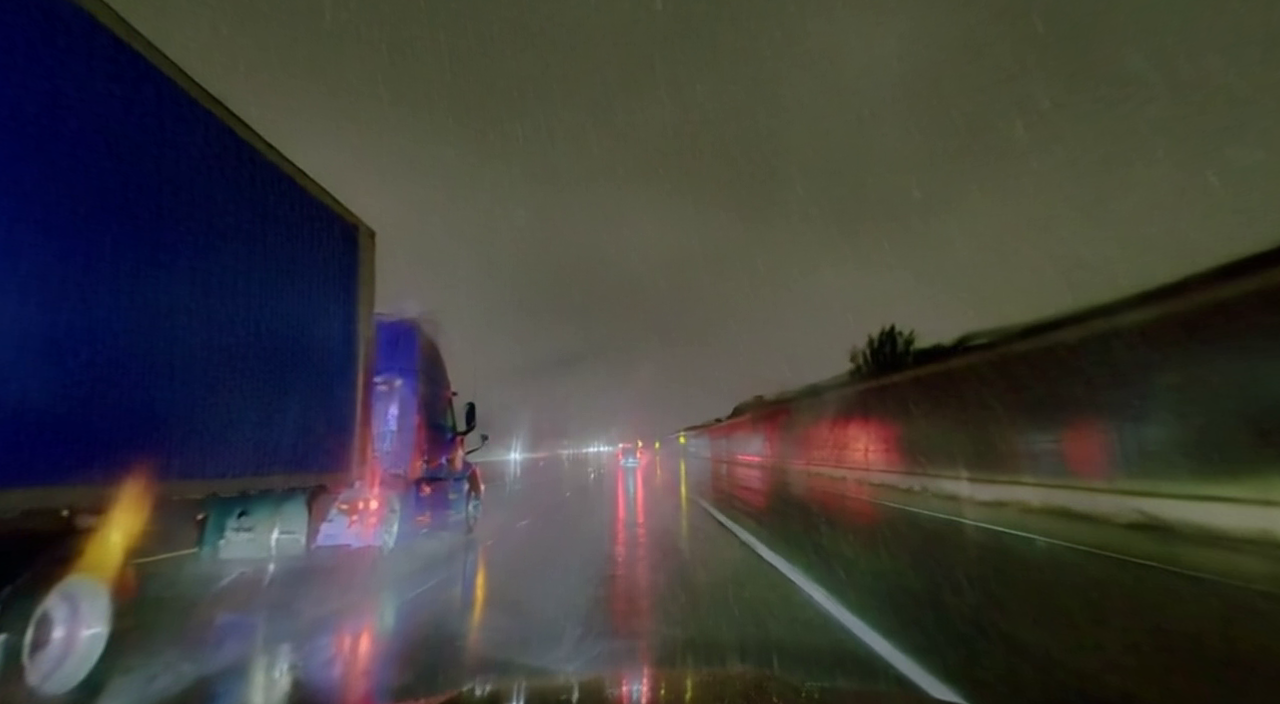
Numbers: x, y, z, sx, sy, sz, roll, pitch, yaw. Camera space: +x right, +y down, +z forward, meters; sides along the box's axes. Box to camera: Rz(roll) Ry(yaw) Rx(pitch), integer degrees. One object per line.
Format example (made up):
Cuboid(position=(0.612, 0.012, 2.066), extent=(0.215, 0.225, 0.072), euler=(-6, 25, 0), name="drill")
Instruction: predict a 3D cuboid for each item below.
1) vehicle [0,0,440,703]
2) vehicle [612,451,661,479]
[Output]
Cuboid(position=(-4.001, -0.453, 0.669), extent=(2.914, 4.039, 14.493), euler=(0, -9, 0), name="vehicle")
Cuboid(position=(-0.231, 6.064, 34.041), extent=(2.398, 1.336, 5.698), euler=(0, -9, -1), name="vehicle")
